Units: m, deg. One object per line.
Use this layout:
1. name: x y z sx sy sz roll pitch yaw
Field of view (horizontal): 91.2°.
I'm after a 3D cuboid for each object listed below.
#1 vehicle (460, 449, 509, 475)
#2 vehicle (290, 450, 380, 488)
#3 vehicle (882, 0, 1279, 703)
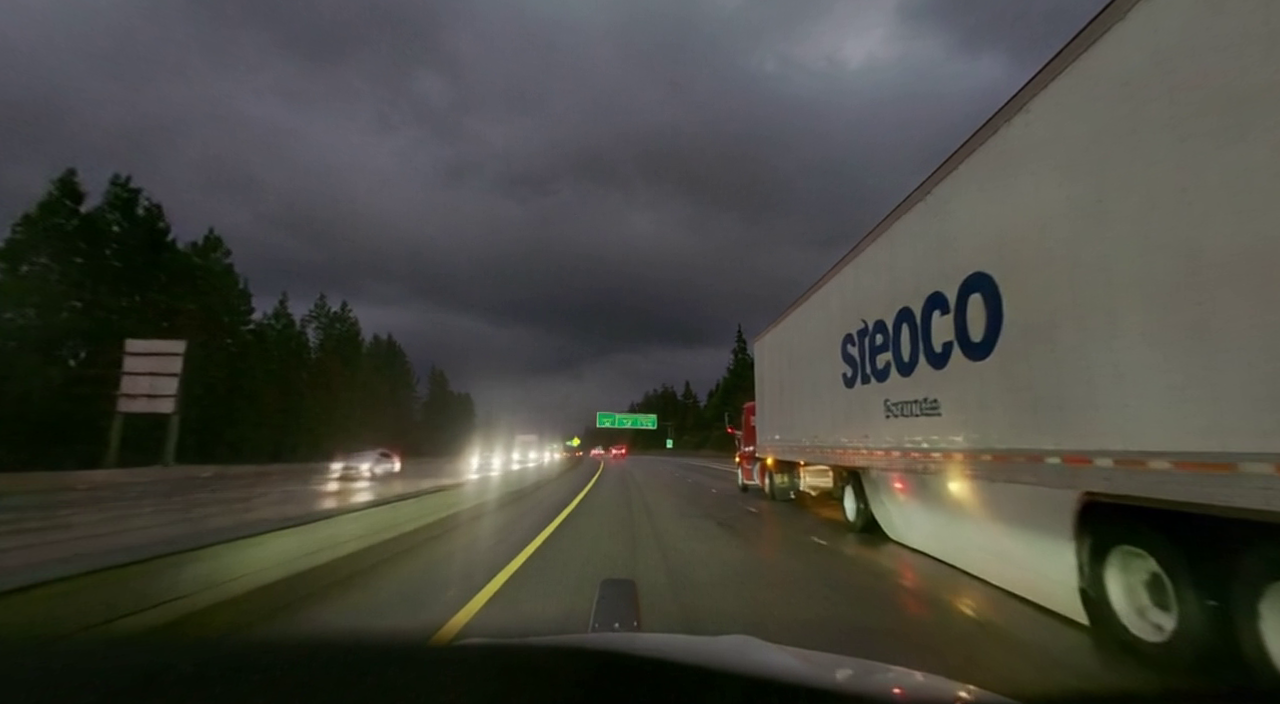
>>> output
1. vehicle: -10.009 7.108 40.780 2.095 1.529 4.706 0 -9 -1
2. vehicle: -13.283 5.080 27.609 1.832 1.481 4.339 0 -9 0
3. vehicle: 4.500 -0.219 3.433 2.892 3.928 8.380 0 -9 0
